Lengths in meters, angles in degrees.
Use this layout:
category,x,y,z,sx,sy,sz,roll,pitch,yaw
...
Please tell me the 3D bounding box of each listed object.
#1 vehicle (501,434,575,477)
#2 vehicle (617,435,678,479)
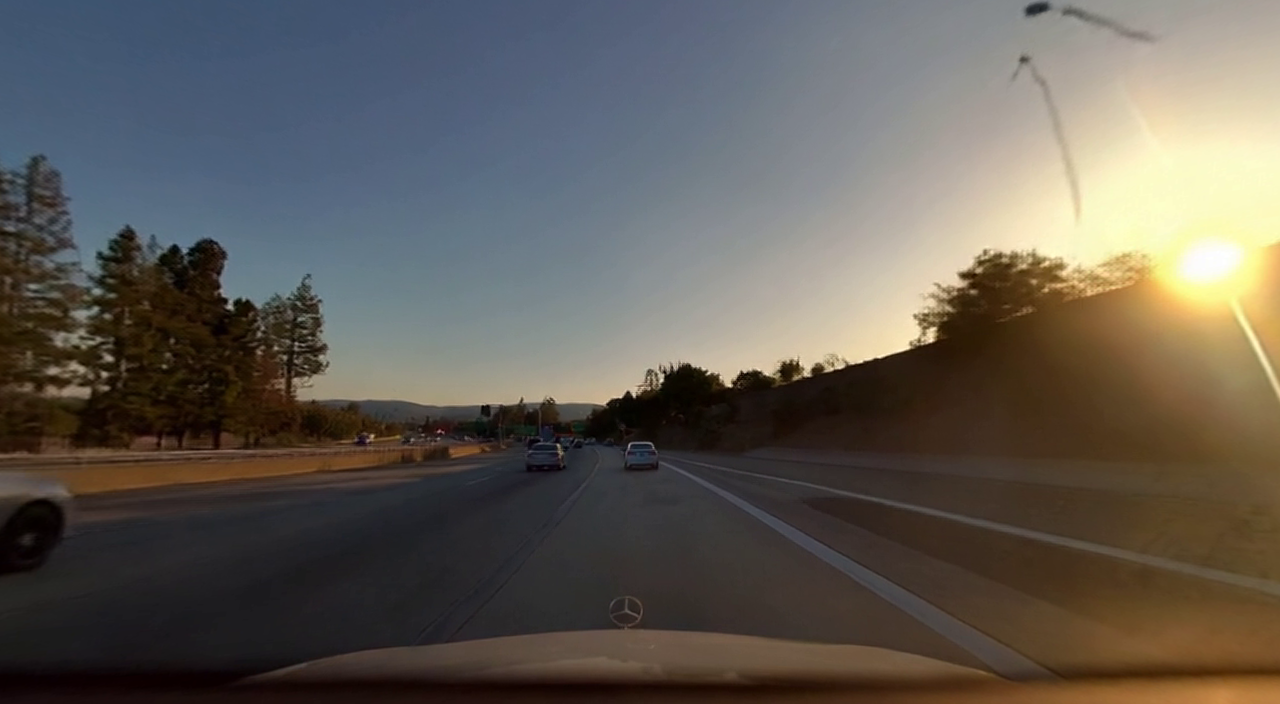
category,x,y,z,sx,sy,sz,roll,pitch,yaw
vehicle,-3.968,4.137,25.465,2.246,1.519,4.980,0,-9,-1
vehicle,0.196,3.818,23.134,2.051,1.444,3.927,0,-9,-2
